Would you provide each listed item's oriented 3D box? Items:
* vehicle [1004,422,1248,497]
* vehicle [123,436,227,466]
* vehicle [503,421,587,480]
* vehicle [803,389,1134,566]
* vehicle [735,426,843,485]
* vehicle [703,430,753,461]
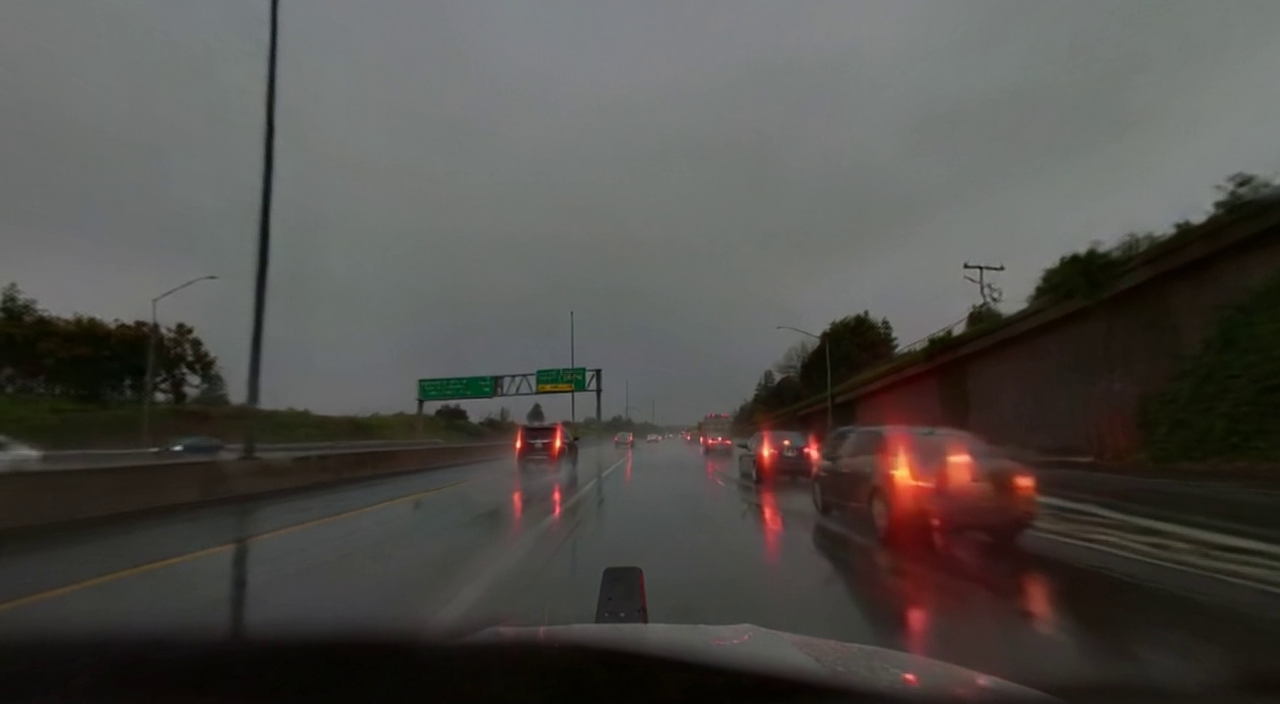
[{"bbox_3d":[10.898,2.439,14.716,1.968,1.457,4.559,0,-8,-2],"label":"vehicle"},{"bbox_3d":[-25.761,5.492,35.203,1.913,1.509,4.728,-1,-8,6],"label":"vehicle"},{"bbox_3d":[-2.989,3.219,20.796,2.006,1.741,4.277,-1,-8,2],"label":"vehicle"},{"bbox_3d":[3.786,1.542,8.440,1.991,1.715,4.455,0,-8,0],"label":"vehicle"},{"bbox_3d":[4.192,3.010,18.610,2.088,1.491,4.549,0,-8,0],"label":"vehicle"},{"bbox_3d":[4.554,4.949,33.373,1.999,1.482,4.743,0,-8,0],"label":"vehicle"}]
